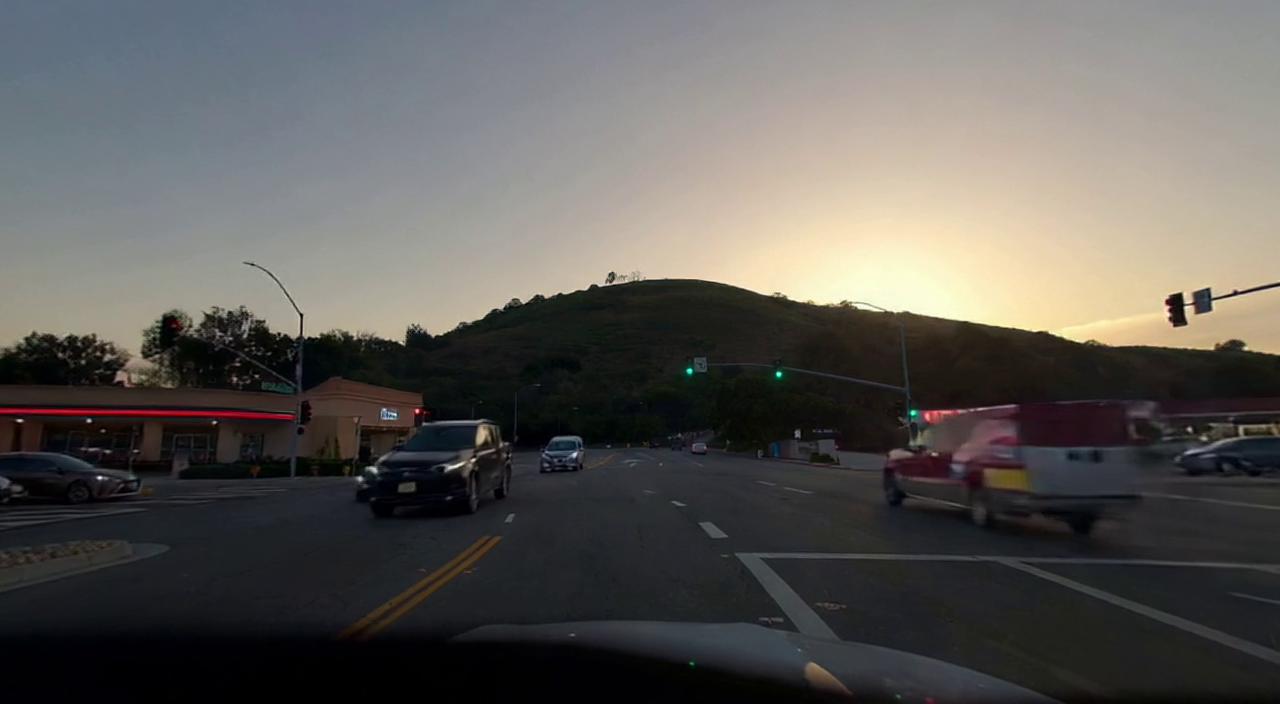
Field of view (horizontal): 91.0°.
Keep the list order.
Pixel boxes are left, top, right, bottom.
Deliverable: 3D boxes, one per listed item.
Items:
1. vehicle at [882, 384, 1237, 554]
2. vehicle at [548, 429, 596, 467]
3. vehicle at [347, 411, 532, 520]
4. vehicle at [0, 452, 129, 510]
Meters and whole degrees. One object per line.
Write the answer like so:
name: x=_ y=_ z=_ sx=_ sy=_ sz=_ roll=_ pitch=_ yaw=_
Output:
vehicle: x=6.495 y=1.904 z=10.862 sx=2.388 sy=2.201 sz=5.139 roll=0 pitch=-9 yaw=-2
vehicle: x=-4.312 y=6.234 z=40.940 sx=2.318 sy=2.325 sz=5.910 roll=0 pitch=-8 yaw=1
vehicle: x=-4.542 y=2.701 z=15.525 sx=2.662 sy=2.197 sz=5.454 roll=0 pitch=-8 yaw=1
vehicle: x=-19.792 y=4.140 z=20.518 sx=4.440 sy=1.748 sz=2.033 roll=0 pitch=-9 yaw=1
